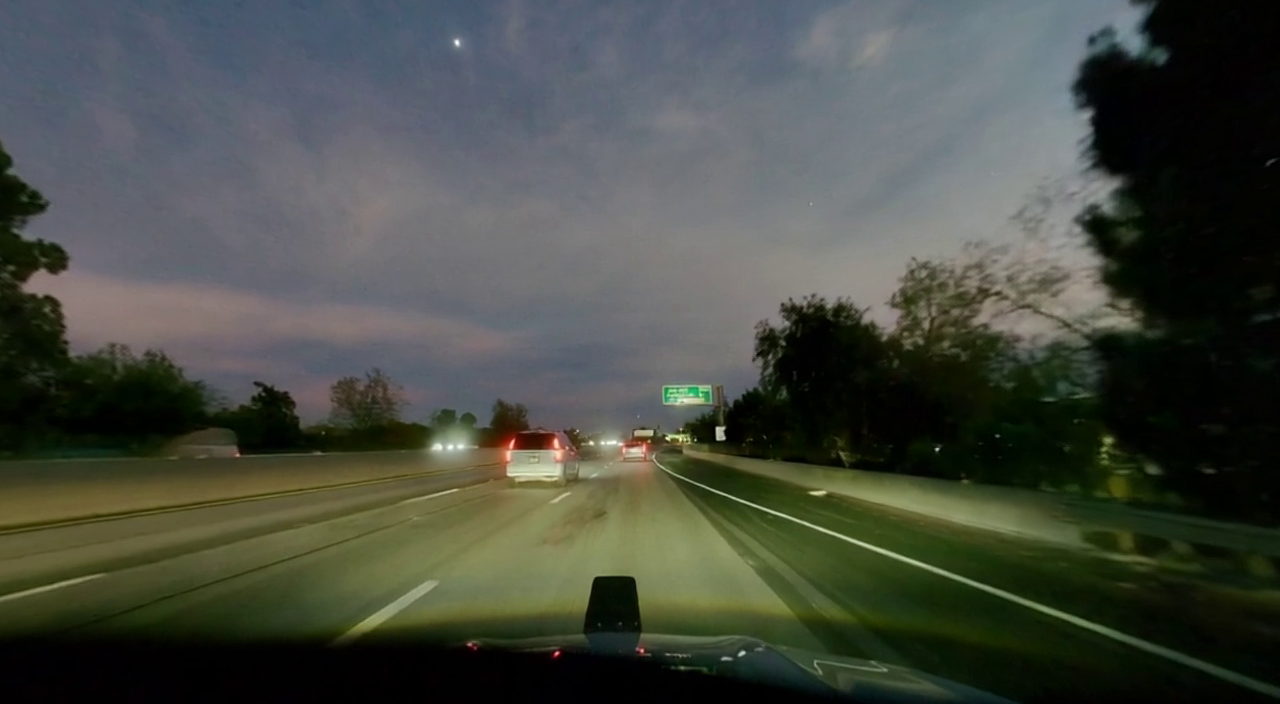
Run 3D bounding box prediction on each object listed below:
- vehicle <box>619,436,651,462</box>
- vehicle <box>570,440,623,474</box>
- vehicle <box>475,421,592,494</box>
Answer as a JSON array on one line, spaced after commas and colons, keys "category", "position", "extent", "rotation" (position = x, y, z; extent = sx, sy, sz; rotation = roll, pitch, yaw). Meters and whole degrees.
[{"category": "vehicle", "position": [-0.362, 7.414, 48.281], "extent": [2.306, 1.857, 4.657], "rotation": [0, -9, 0]}, {"category": "vehicle", "position": [-2.078, 5.190, 31.484], "extent": [2.068, 1.539, 4.720], "rotation": [-1, -9, 3]}, {"category": "vehicle", "position": [-3.106, 3.280, 19.947], "extent": [2.497, 1.957, 5.432], "rotation": [-1, -9, 3]}]
